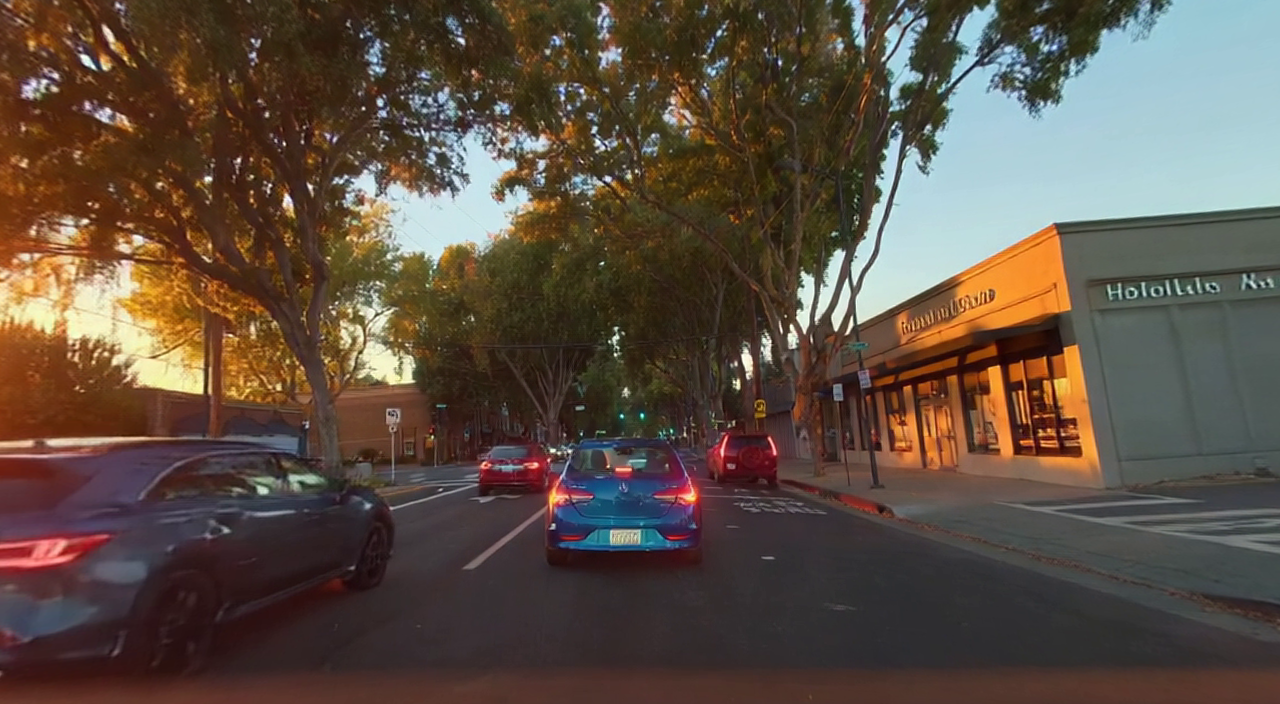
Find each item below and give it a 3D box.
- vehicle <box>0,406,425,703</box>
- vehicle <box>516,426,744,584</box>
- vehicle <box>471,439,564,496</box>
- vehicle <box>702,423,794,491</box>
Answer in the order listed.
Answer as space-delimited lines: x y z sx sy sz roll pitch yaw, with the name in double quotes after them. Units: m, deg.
-3.373 1.260 4.527 2.029 1.456 4.414 0 -9 1 "vehicle"
-0.108 1.758 8.064 2.160 1.482 4.037 0 -9 0 "vehicle"
-3.467 3.346 18.649 1.905 1.473 4.016 0 -9 1 "vehicle"
3.395 3.422 20.826 2.152 1.987 4.527 0 -9 -1 "vehicle"
